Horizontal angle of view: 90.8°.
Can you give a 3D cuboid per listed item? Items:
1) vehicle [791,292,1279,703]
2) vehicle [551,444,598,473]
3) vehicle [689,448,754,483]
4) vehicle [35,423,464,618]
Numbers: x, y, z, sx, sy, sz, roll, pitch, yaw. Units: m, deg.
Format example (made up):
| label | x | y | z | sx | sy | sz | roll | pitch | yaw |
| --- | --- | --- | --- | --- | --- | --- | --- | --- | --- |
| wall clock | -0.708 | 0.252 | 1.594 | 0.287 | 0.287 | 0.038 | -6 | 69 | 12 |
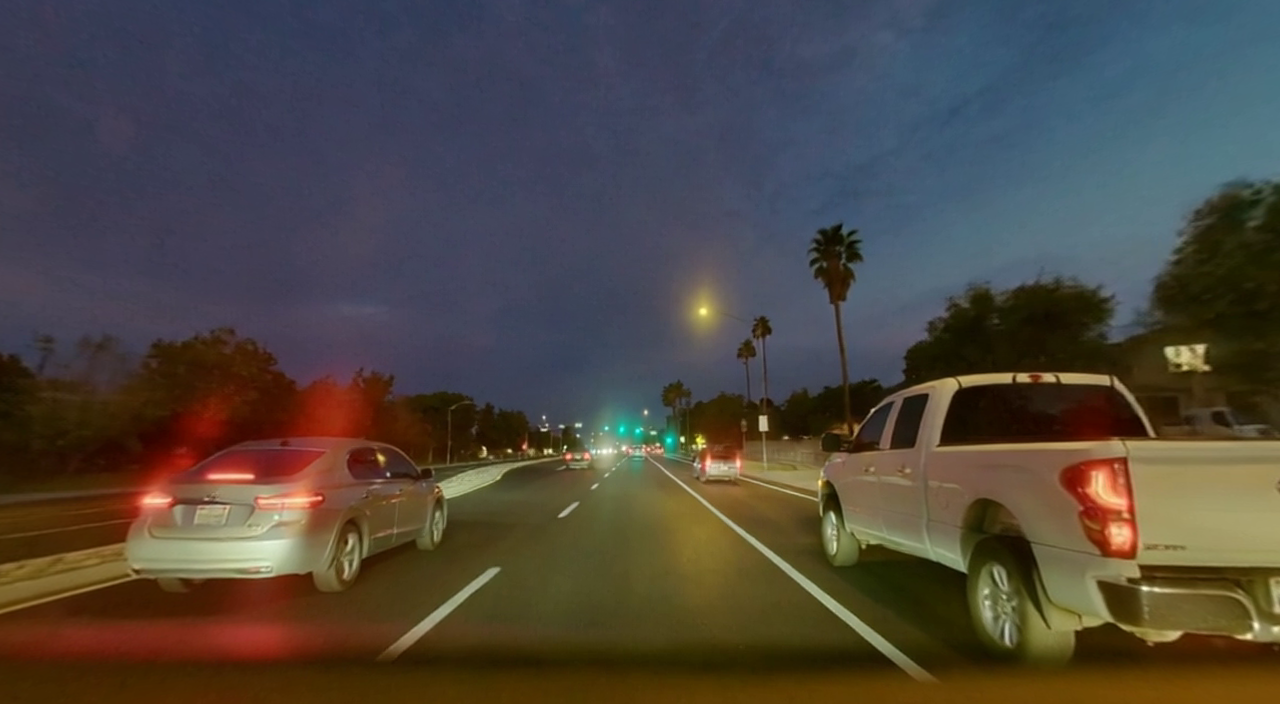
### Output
| label | x | y | z | sx | sy | sz | roll | pitch | yaw |
| --- | --- | --- | --- | --- | --- | --- | --- | --- | --- |
| vehicle | 3.299 | 1.165 | 5.583 | 2.478 | 2.030 | 5.723 | 0 | -9 | 0 |
| vehicle | -3.714 | 6.151 | 36.568 | 2.263 | 1.548 | 4.555 | 0 | -9 | 0 |
| vehicle | 3.538 | 5.052 | 28.410 | 2.149 | 1.421 | 4.805 | 0 | -9 | -1 |
| vehicle | -3.658 | 1.650 | 7.137 | 2.094 | 1.509 | 4.286 | 0 | -9 | 0 |
